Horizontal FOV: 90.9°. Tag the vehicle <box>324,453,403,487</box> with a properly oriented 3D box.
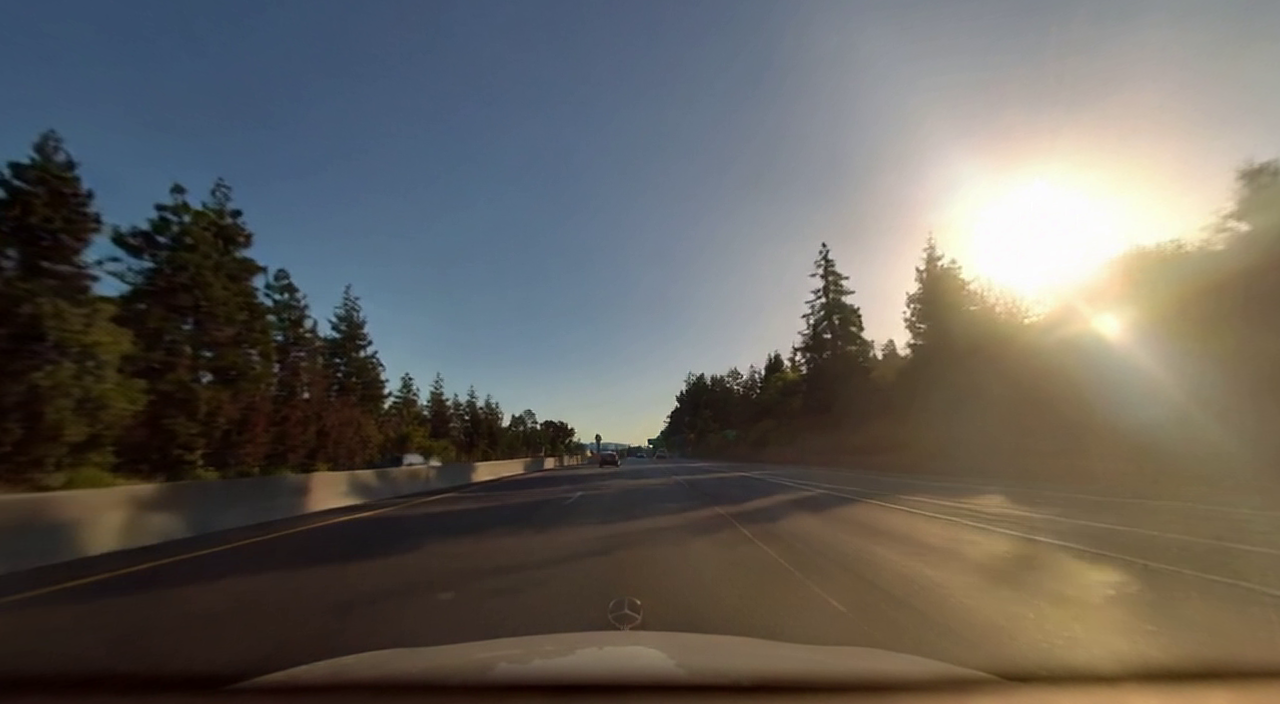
[{"bbox_3d":[-12.167,5.185,28.011,1.768,1.375,3.927,0,-9,0],"label":"vehicle"}]

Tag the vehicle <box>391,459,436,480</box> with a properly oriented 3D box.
[{"bbox_3d":[-16.512,8.587,46.083,1.769,1.419,3.896,0,-9,0],"label":"vehicle"}]
